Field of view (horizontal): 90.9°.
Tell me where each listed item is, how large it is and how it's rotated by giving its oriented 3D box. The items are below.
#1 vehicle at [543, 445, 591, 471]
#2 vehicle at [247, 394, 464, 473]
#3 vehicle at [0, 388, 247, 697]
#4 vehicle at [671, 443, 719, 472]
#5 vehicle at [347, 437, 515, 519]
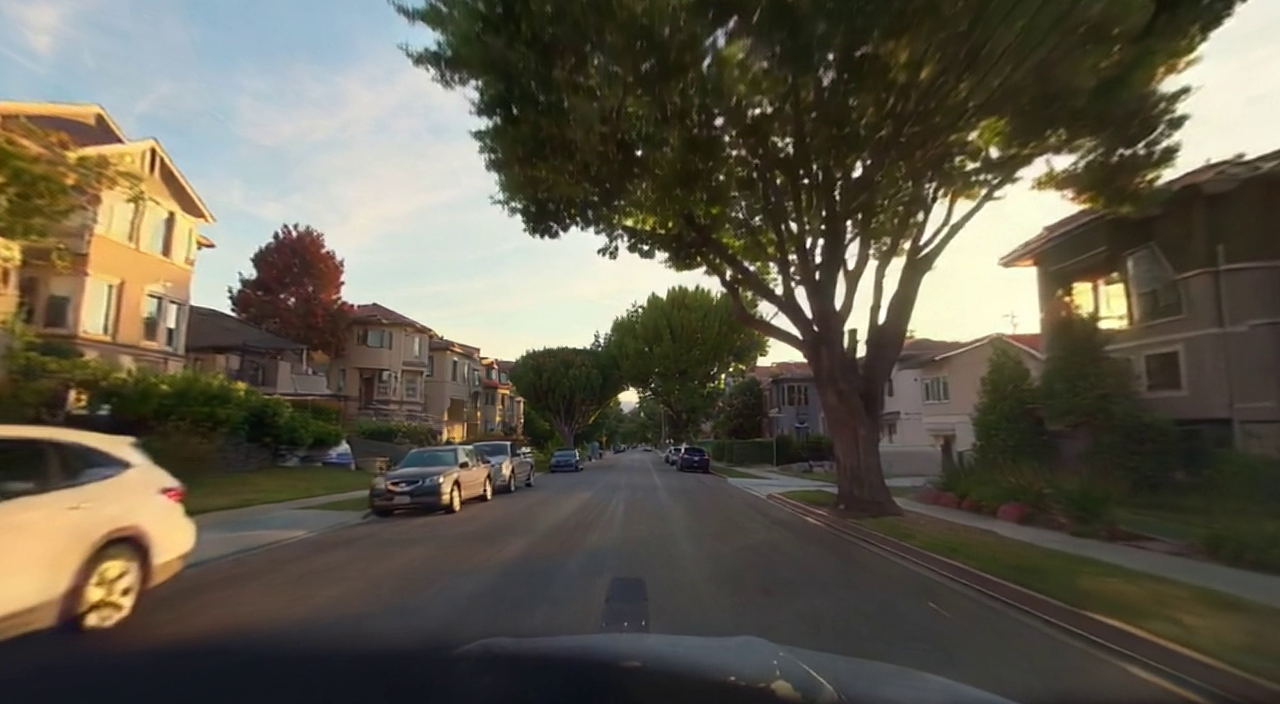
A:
[{"bbox_3d":[-3.984,5.904,35.215,1.995,1.330,4.080,0,-9,3],"label":"vehicle"},{"bbox_3d":[-10.630,3.138,24.133,6.780,2.770,2.970,0,-9,1],"label":"vehicle"},{"bbox_3d":[-4.477,1.014,3.287,1.974,1.664,4.539,0,-10,-1],"label":"vehicle"},{"bbox_3d":[2.962,5.820,35.044,2.000,1.456,5.251,1,-9,-2],"label":"vehicle"},{"bbox_3d":[-4.364,2.700,14.074,2.086,1.493,4.582,-1,-9,1],"label":"vehicle"}]
